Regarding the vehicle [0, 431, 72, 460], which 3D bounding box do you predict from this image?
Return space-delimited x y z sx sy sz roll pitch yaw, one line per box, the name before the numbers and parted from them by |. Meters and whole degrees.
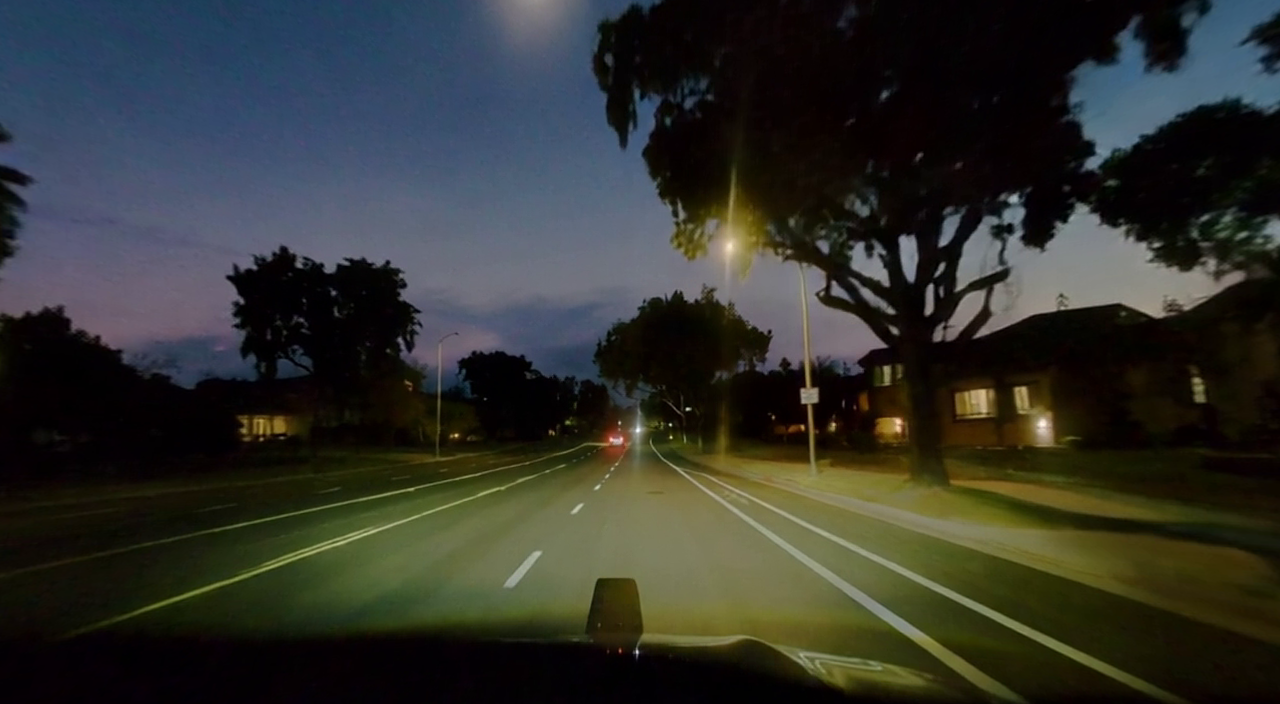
vehicle | -34.775 5.208 35.290 1.831 1.567 4.342 -2 -7 6
